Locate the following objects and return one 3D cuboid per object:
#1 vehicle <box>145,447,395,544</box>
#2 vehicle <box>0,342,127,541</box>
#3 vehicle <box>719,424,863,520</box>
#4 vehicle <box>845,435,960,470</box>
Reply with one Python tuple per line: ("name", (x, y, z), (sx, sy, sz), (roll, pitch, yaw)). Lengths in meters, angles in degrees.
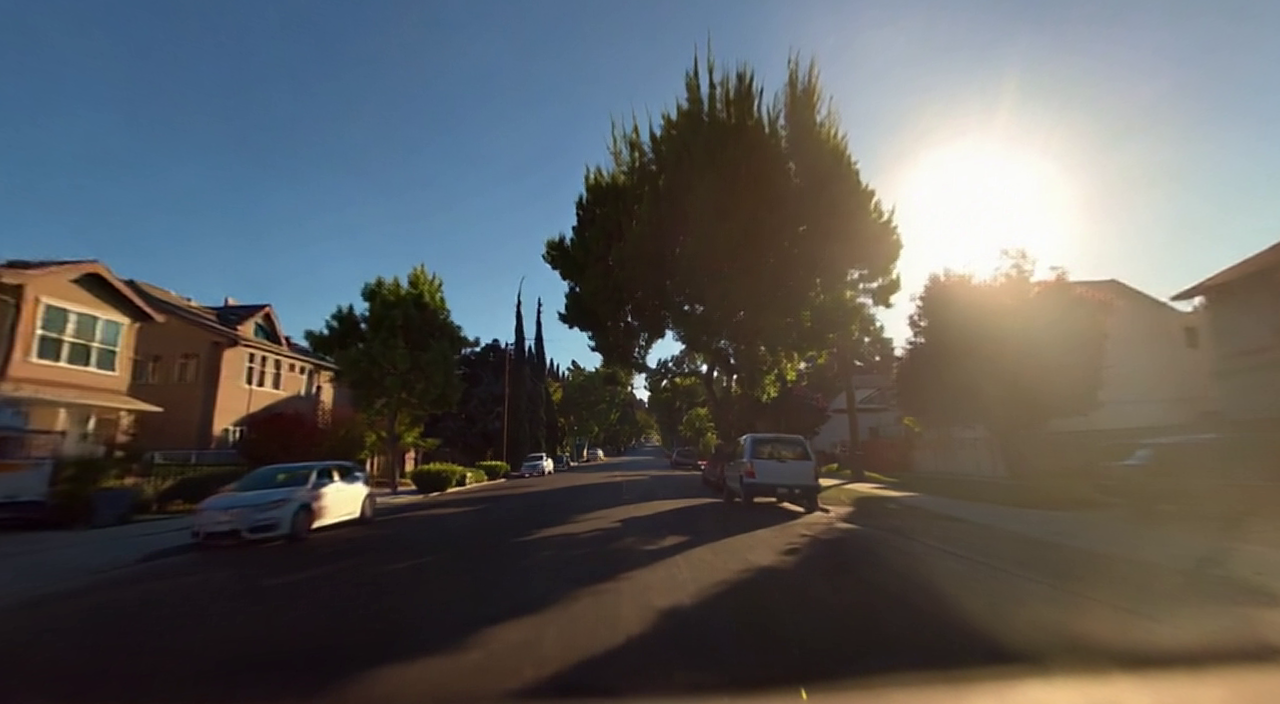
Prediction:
("vehicle", (-6.762, 2.772, 12.268), (2.071, 1.481, 4.425), (-1, -12, 2))
("vehicle", (-13.799, 1.665, 11.296), (6.585, 3.247, 3.011), (-2, -7, 2))
("vehicle", (3.293, 2.740, 14.990), (2.262, 1.870, 4.948), (0, -8, 1))
("vehicle", (11.446, 4.426, 27.717), (4.111, 1.459, 2.214), (-1, -8, 4))
